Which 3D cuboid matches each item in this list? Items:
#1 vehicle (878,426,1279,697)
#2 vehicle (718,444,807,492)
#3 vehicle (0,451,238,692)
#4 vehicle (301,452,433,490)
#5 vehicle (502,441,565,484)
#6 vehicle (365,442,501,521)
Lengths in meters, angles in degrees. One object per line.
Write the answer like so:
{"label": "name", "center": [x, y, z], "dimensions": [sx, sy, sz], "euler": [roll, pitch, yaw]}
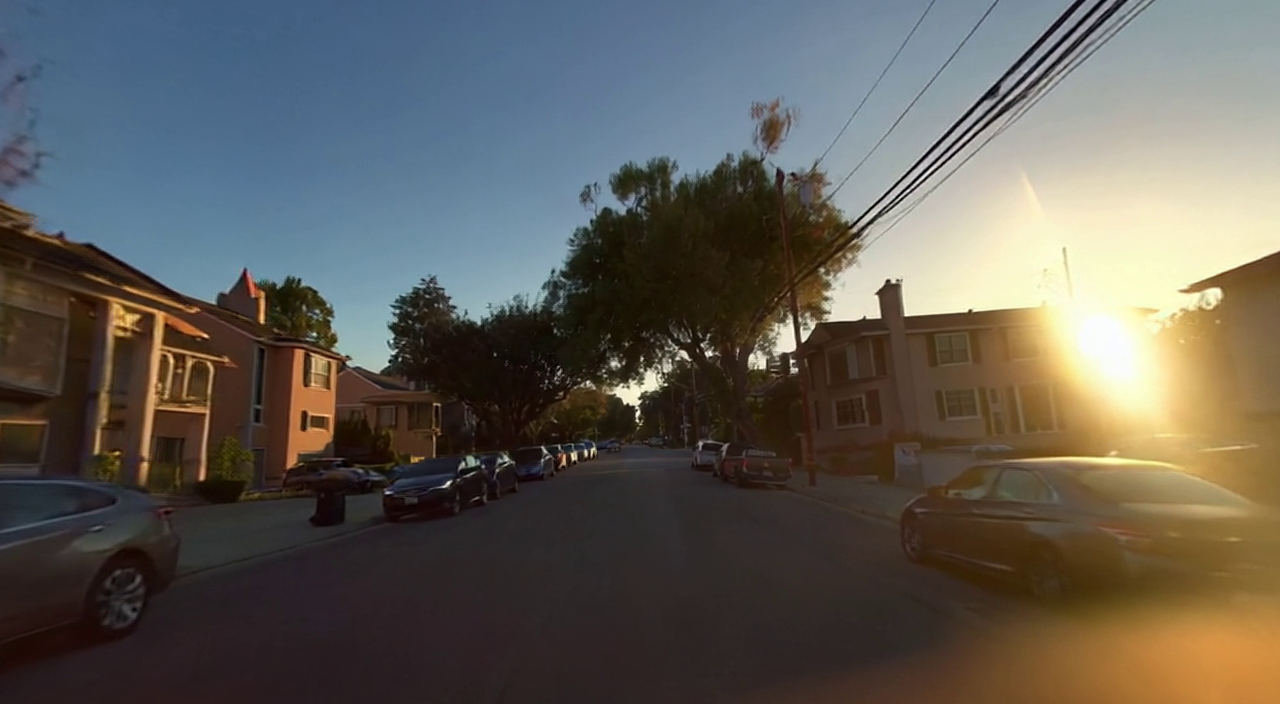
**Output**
{"label": "vehicle", "center": [4.212, 1.581, 6.075], "dimensions": [2.057, 1.511, 4.858], "euler": [1, -9, 1]}
{"label": "vehicle", "center": [4.253, 4.097, 22.764], "dimensions": [2.174, 1.504, 4.809], "euler": [0, -8, -1]}
{"label": "vehicle", "center": [-5.143, 1.417, 4.043], "dimensions": [2.109, 1.501, 4.522], "euler": [0, -8, 1]}
{"label": "vehicle", "center": [-11.611, 5.074, 27.133], "dimensions": [4.754, 1.511, 2.008], "euler": [0, -8, -2]}
{"label": "vehicle", "center": [-5.295, 5.538, 32.158], "dimensions": [2.184, 1.958, 5.757], "euler": [0, -8, 0]}
{"label": "vehicle", "center": [-5.083, 3.201, 16.249], "dimensions": [2.032, 1.716, 4.382], "euler": [0, -8, 0]}
